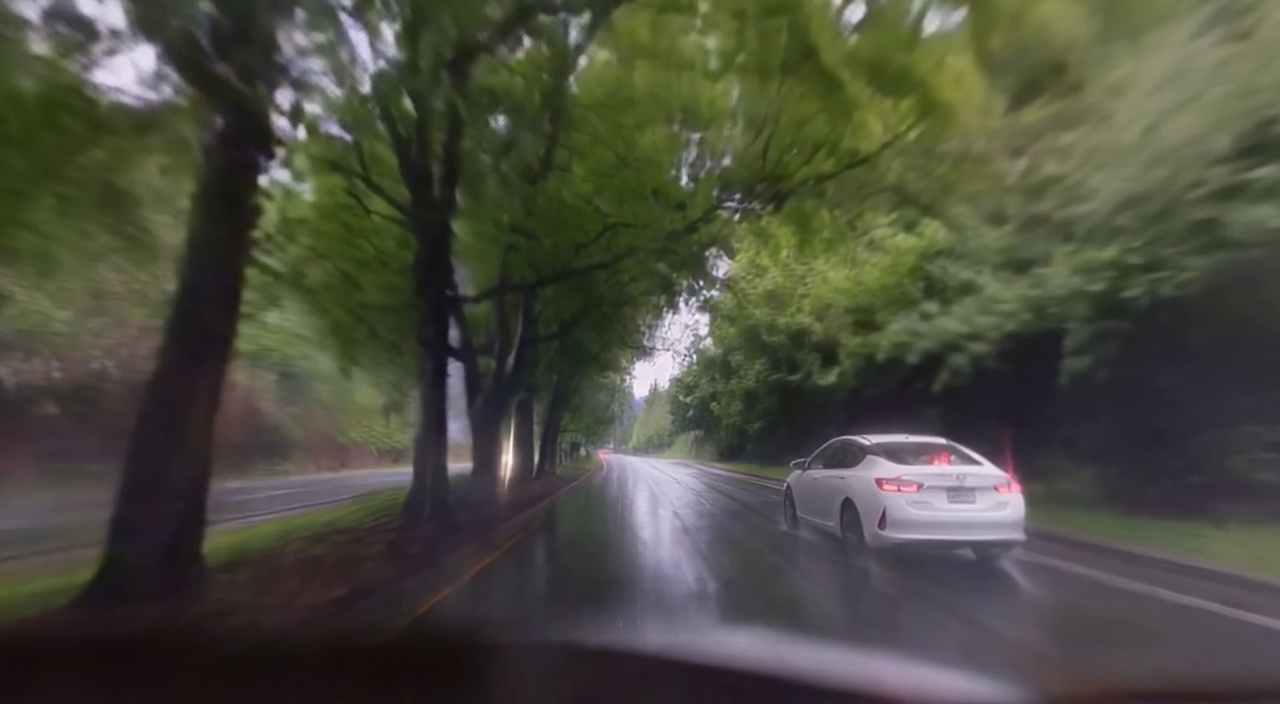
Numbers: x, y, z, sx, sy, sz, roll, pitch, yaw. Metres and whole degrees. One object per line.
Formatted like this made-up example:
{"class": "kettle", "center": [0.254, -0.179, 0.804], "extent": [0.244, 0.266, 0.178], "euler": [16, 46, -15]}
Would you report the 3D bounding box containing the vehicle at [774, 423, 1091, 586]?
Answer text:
{"class": "vehicle", "center": [3.391, 1.859, 8.619], "extent": [2.060, 1.584, 4.592], "euler": [0, -9, -1]}
